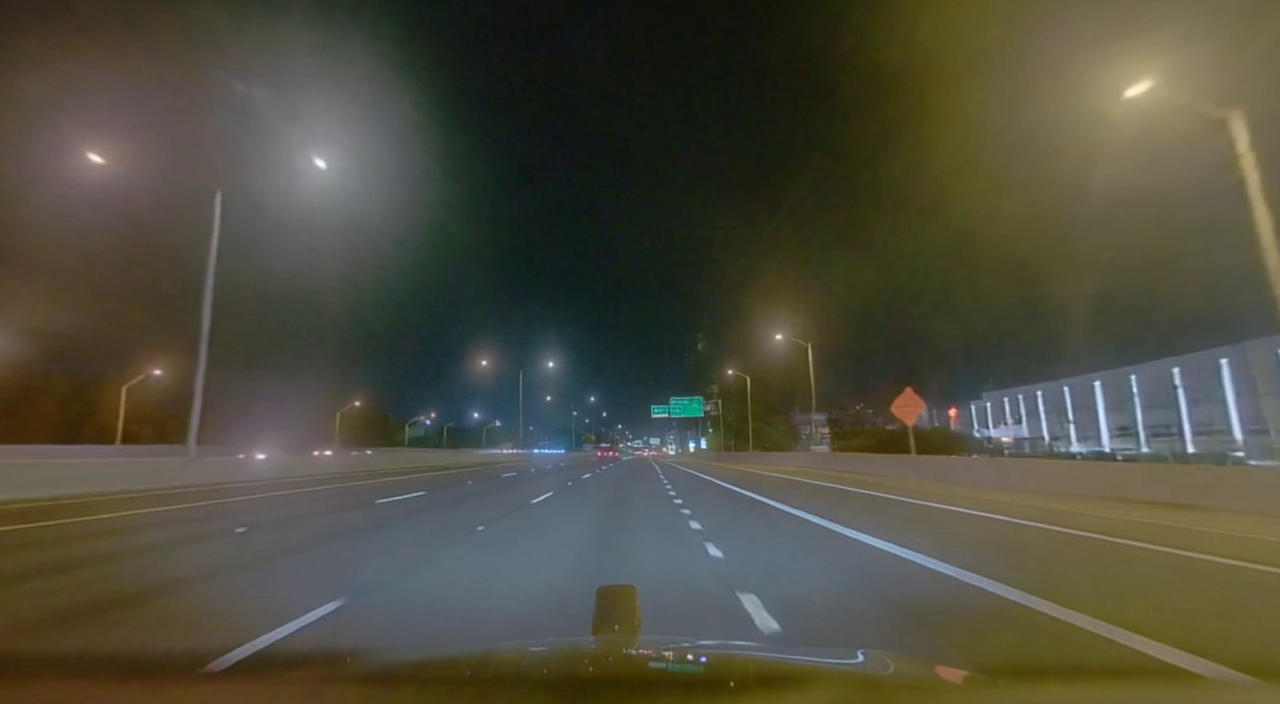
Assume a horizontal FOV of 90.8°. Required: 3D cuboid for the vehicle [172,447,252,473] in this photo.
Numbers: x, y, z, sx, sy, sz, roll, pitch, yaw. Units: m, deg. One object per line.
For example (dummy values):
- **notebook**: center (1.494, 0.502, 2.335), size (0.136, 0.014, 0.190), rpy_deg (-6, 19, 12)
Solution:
- **vehicle**: center (-28.761, 7.223, 42.637), size (2.058, 1.604, 4.738), rpy_deg (0, -8, 0)
